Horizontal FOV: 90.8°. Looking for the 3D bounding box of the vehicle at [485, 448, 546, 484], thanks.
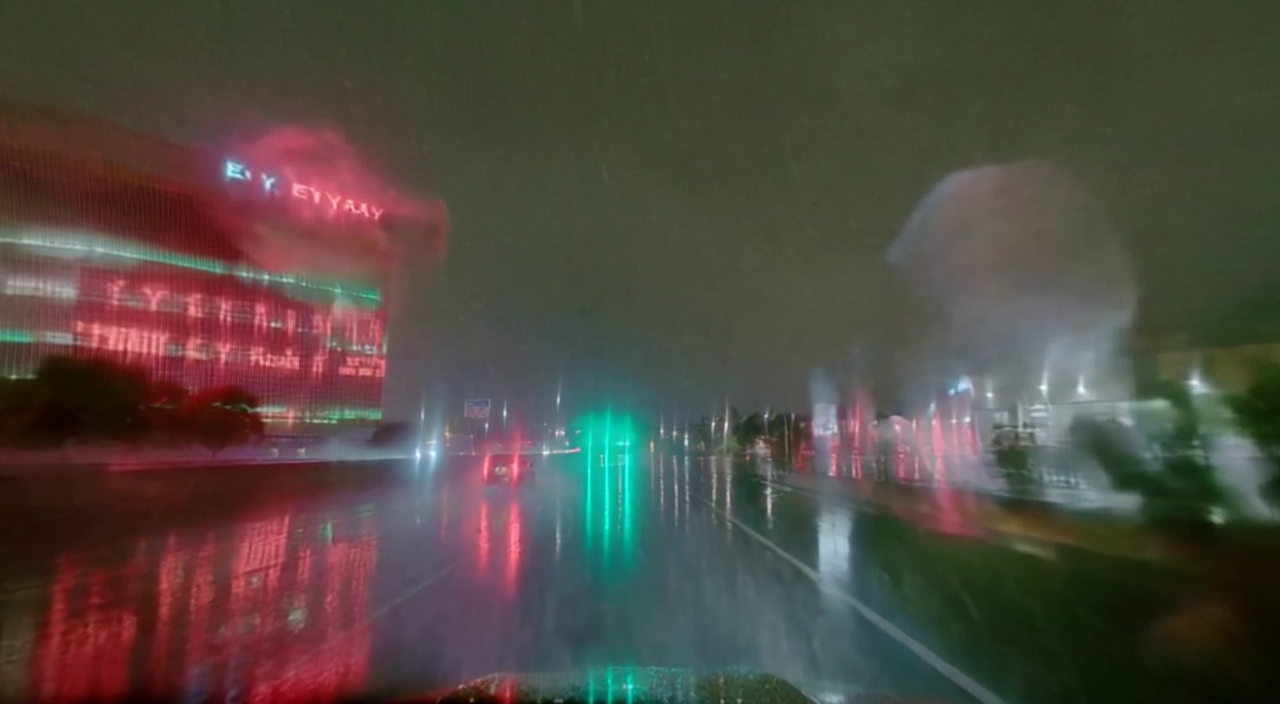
[{"bbox_3d":[-5.678,5.234,29.245,1.943,1.510,4.201,0,-9,0],"label":"vehicle"}]
